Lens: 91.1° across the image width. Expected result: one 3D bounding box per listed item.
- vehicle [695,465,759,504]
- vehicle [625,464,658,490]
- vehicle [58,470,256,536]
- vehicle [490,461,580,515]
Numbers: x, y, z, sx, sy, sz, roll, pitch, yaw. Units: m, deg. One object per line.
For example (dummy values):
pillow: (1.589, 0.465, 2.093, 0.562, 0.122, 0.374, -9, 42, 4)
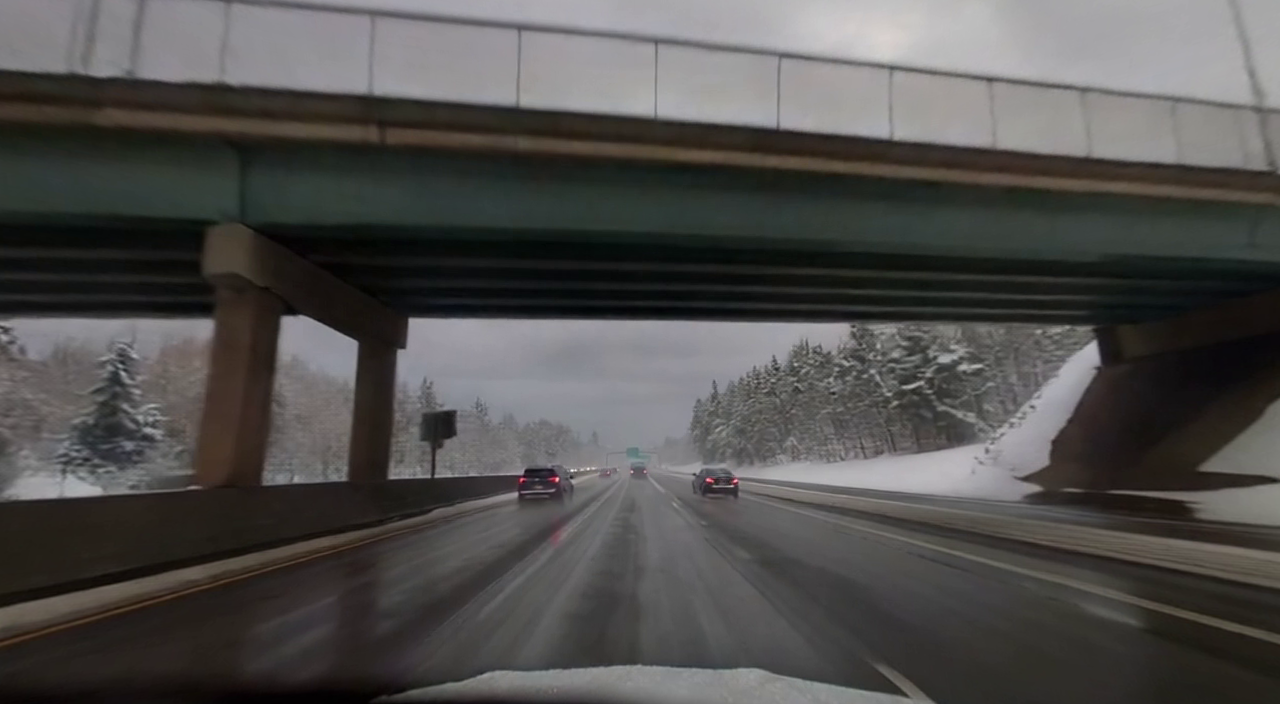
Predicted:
vehicle: (3.726, 5.792, 27.768, 2.092, 1.518, 4.348, 1, -10, -2)
vehicle: (0.117, 8.711, 44.008, 2.181, 1.698, 4.056, 1, -10, 0)
vehicle: (-12.558, 3.915, 16.790, 1.795, 1.456, 4.329, 0, -10, 0)
vehicle: (-3.250, 4.335, 20.337, 2.099, 1.516, 4.308, 0, -10, 1)
